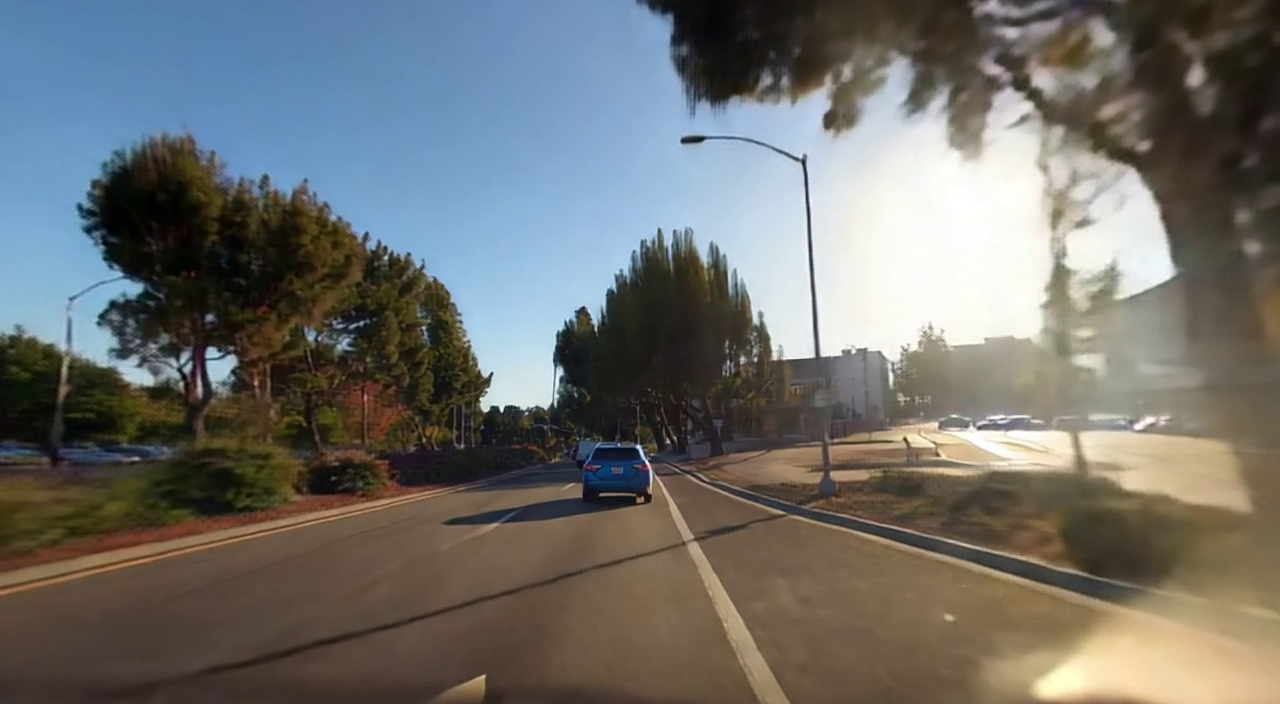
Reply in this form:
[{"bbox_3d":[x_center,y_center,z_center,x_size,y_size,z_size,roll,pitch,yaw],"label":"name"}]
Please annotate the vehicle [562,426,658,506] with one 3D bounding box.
[{"bbox_3d":[-0.689,2.877,16.321,2.131,1.761,4.242,0,-8,0],"label":"vehicle"}]
